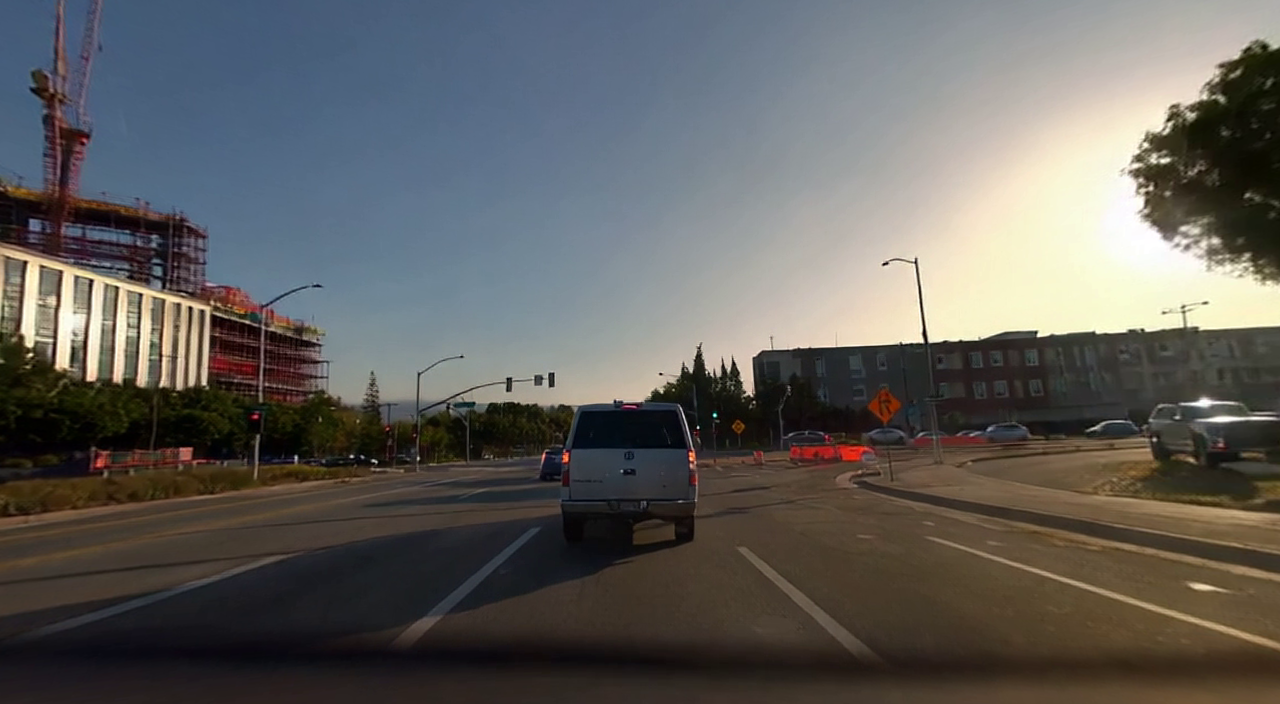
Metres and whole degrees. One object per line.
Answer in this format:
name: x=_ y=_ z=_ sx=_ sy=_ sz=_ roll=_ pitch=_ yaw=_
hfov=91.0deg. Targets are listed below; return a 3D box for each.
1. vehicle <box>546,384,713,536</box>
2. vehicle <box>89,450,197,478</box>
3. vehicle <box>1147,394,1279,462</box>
vehicle: x=-0.309 y=1.951 z=11.827 sx=2.350 sy=2.122 sz=5.801 roll=0 pitch=-9 yaw=-3
vehicle: x=-36.080 y=8.132 z=45.834 sx=5.755 sy=1.945 sz=2.403 roll=0 pitch=-9 yaw=-1
vehicle: x=14.803 y=1.732 z=14.165 sx=4.986 sy=1.467 sz=2.025 roll=-6 pitch=-10 yaw=33
